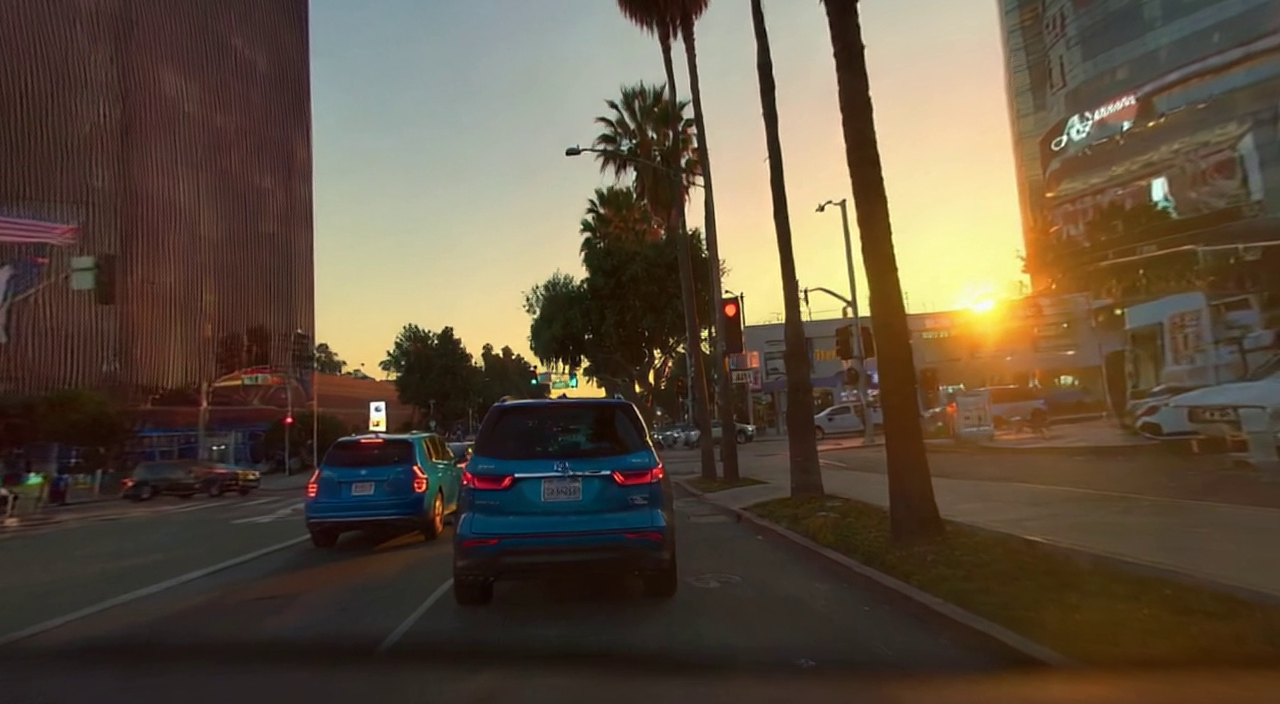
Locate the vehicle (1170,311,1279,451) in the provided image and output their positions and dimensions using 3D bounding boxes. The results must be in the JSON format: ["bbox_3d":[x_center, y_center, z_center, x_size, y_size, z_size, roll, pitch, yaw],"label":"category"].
[{"bbox_3d":[10.336,0.445,8.616,4.420,1.766,2.104,1,-8,-5],"label":"vehicle"}]

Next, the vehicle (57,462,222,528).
[{"bbox_3d":[-15.637,4.335,19.713,4.660,1.708,2.331,-5,-10,30],"label":"vehicle"}]

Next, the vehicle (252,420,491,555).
[{"bbox_3d":[-4.014,2.089,10.626,2.097,1.692,5.030,0,-8,-4],"label":"vehicle"}]

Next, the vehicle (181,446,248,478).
[{"bbox_3d":[-28.619,7.386,42.636,1.783,1.997,4.000,0,-8,-3],"label":"vehicle"}]

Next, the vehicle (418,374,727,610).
[{"bbox_3d":[-0.697,1.493,7.690,2.519,1.913,4.819,0,-8,-4],"label":"vehicle"}]

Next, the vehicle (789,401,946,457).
[{"bbox_3d":[8.784,3.024,24.722,5.307,2.076,2.122,1,-8,-6],"label":"vehicle"}]

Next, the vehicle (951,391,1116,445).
[{"bbox_3d":[15.447,2.648,25.033,5.033,1.999,2.259,0,-8,-3],"label":"vehicle"}]
